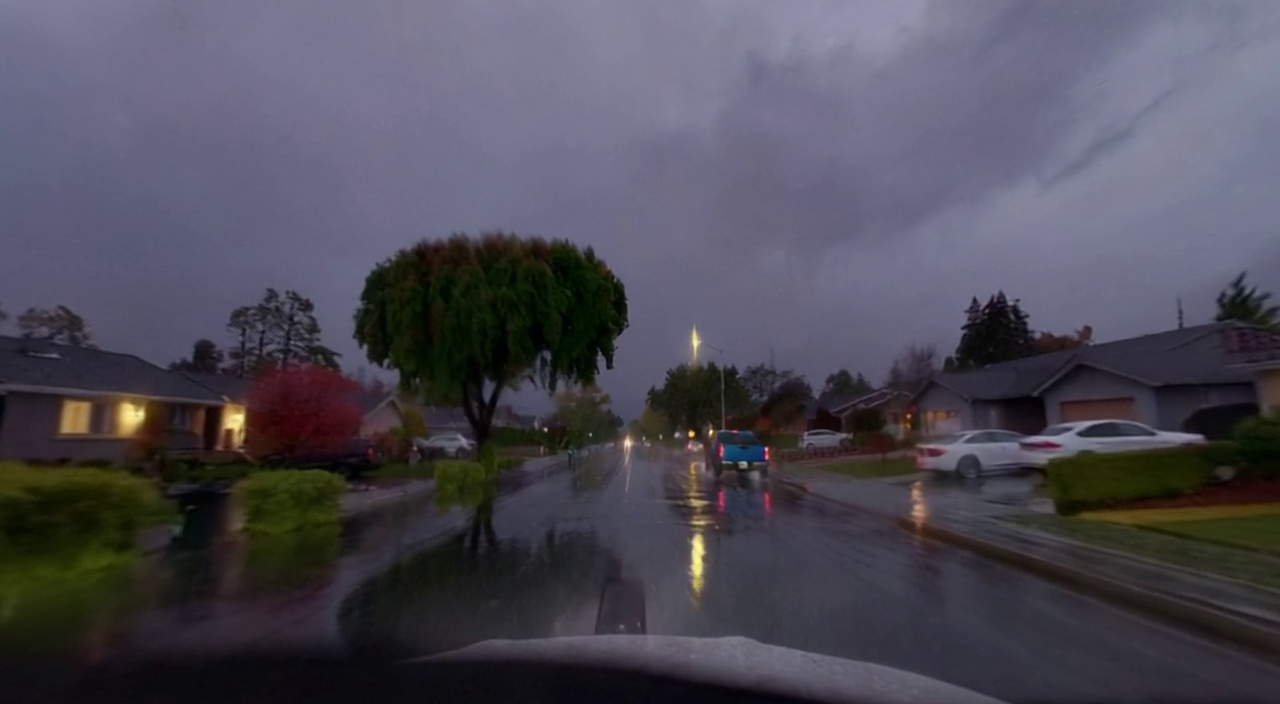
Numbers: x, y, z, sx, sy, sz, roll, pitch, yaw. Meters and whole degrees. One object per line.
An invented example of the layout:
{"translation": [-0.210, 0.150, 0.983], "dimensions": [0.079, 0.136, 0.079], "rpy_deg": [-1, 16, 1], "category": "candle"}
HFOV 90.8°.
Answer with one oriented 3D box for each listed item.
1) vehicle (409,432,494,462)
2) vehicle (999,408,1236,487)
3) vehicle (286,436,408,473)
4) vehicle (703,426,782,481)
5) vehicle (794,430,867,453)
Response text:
{"translation": [-12.095, 6.118, 40.740], "dimensions": [4.807, 1.846, 2.024], "rpy_deg": [0, -8, 4], "category": "vehicle"}
{"translation": [11.677, 2.363, 15.765], "dimensions": [4.069, 1.680, 2.156], "rpy_deg": [-2, -7, 3], "category": "vehicle"}
{"translation": [-12.448, 4.352, 27.036], "dimensions": [4.225, 1.498, 1.917], "rpy_deg": [0, -8, 2], "category": "vehicle"}
{"translation": [4.009, 4.100, 25.910], "dimensions": [2.313, 1.962, 6.029], "rpy_deg": [0, -8, 1], "category": "vehicle"}
{"translation": [13.114, 6.186, 43.688], "dimensions": [4.486, 1.579, 1.880], "rpy_deg": [-1, -8, 4], "category": "vehicle"}
